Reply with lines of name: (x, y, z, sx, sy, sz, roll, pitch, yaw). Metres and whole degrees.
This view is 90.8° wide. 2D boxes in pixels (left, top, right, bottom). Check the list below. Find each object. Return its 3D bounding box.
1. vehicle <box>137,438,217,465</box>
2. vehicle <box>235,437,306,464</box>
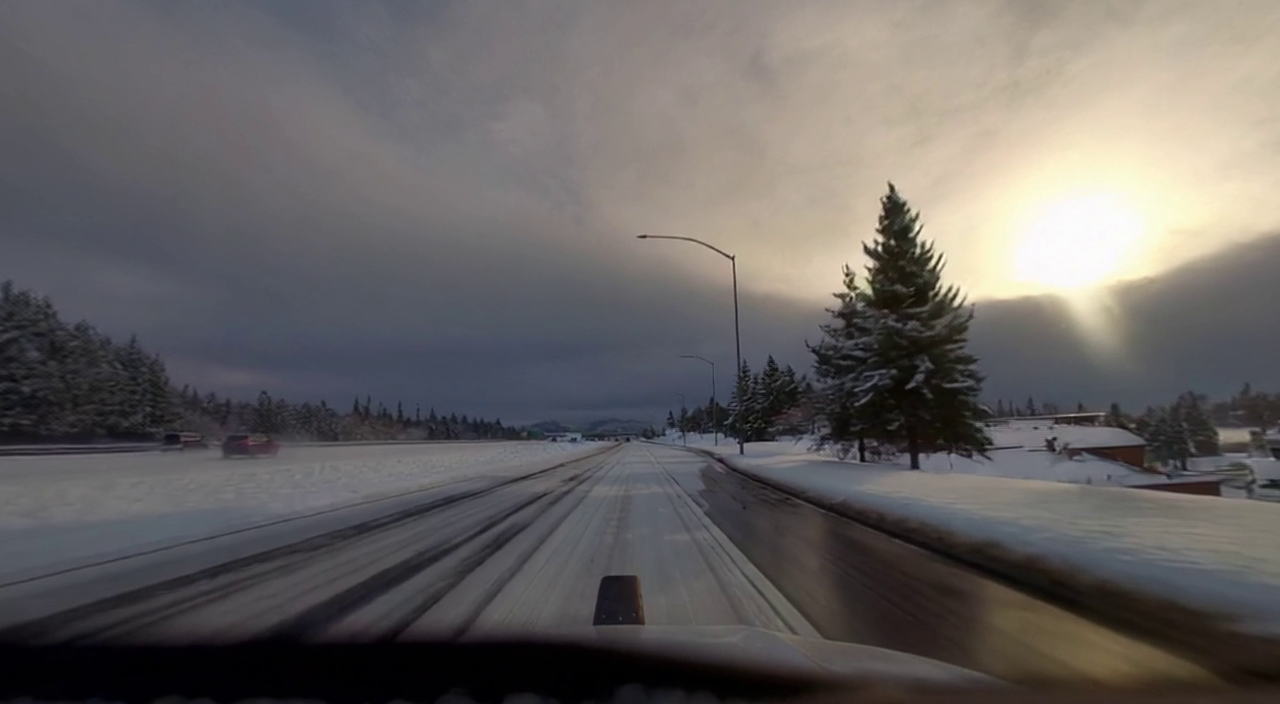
vehicle: (-27.667, 5.944, 37.942, 1.829, 1.520, 4.505, 1, -8, -8)
vehicle: (-22.362, 5.968, 38.411, 2.271, 1.537, 4.029, 1, -8, -7)
